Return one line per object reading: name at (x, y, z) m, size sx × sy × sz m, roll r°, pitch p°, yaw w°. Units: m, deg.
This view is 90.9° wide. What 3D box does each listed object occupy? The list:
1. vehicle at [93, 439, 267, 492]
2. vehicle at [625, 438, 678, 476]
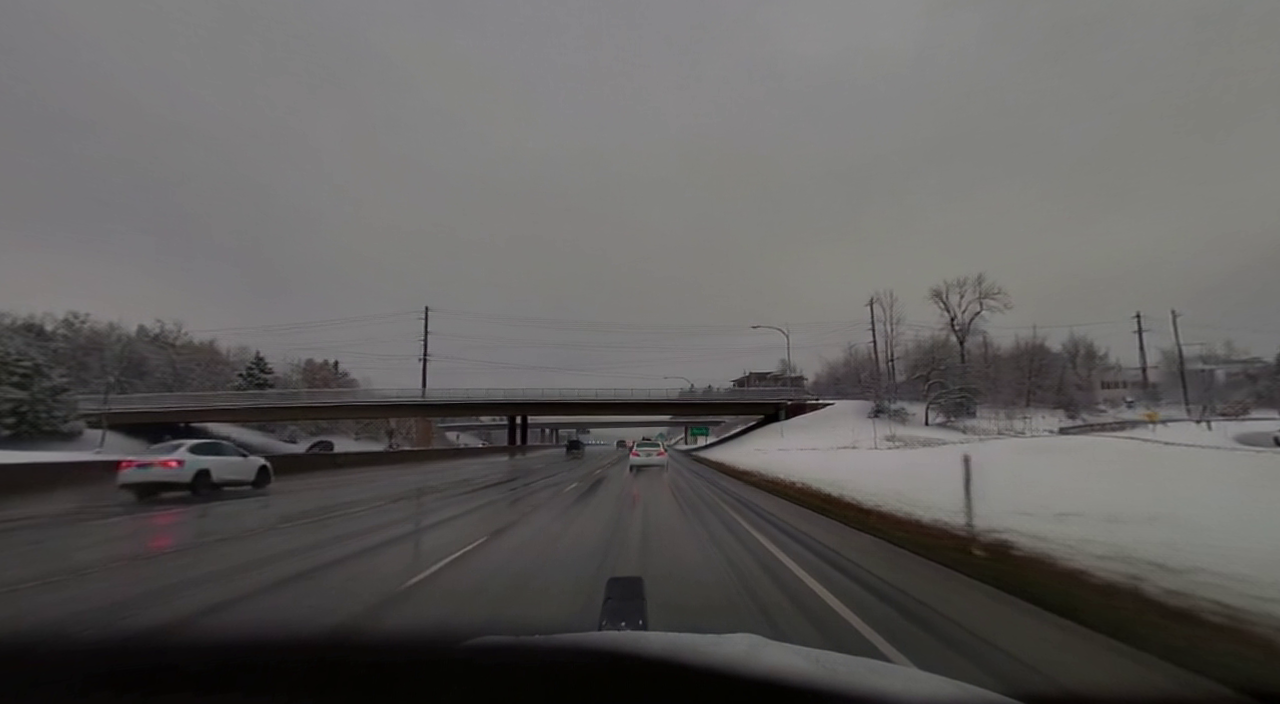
vehicle at (-14.764, 3.642, 20.694) m, size 1.960 × 1.505 × 4.854 m, roll 0°, pitch -8°, yaw 2°
vehicle at (0.467, 4.512, 27.396) m, size 2.145 × 1.493 × 4.146 m, roll 0°, pitch -8°, yaw 0°
